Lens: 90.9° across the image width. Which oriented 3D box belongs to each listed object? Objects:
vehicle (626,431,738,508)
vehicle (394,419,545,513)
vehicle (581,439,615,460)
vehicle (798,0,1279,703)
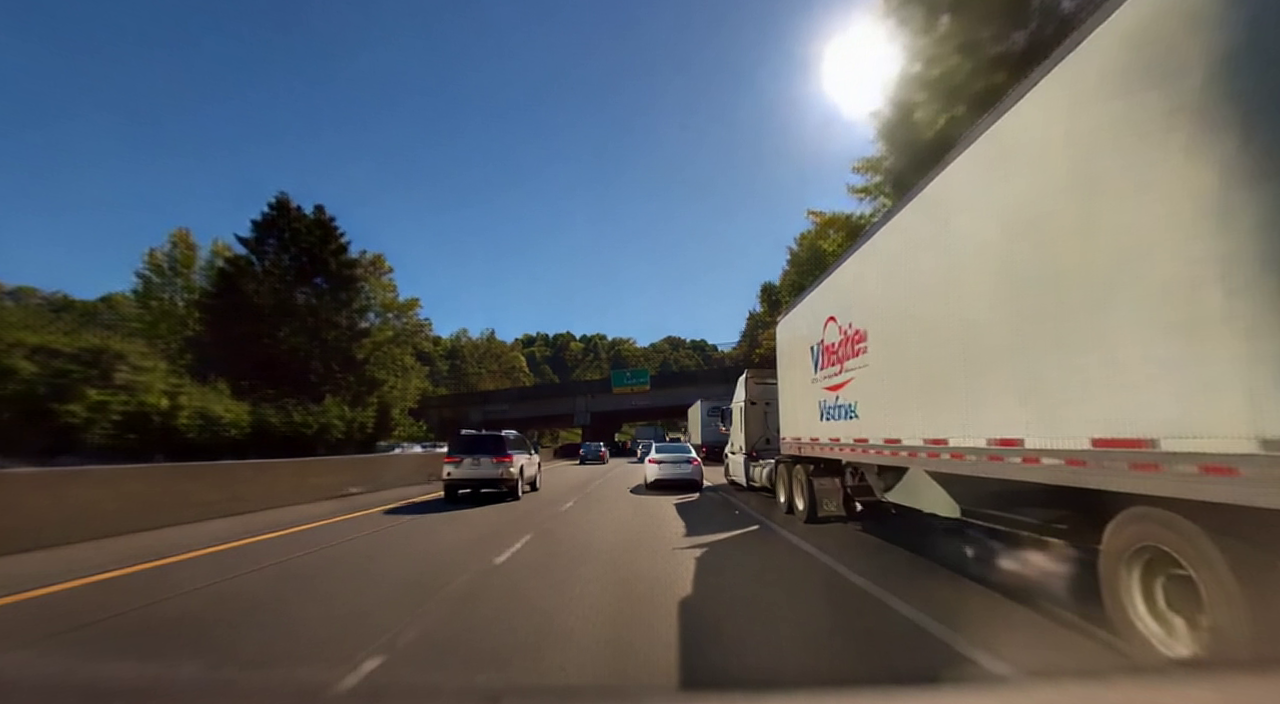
[{"bbox_3d":[0.814,2.606,14.606,2.200,1.495,4.282,0,-8,0],"label":"vehicle"},{"bbox_3d":[-3.512,2.419,14.008,2.006,1.729,4.447,0,-8,2],"label":"vehicle"},{"bbox_3d":[-3.191,7.518,48.995,2.181,1.538,4.169,0,-8,2],"label":"vehicle"},{"bbox_3d":[4.536,-0.270,4.117,2.967,4.347,15.373,0,-8,0],"label":"vehicle"}]
